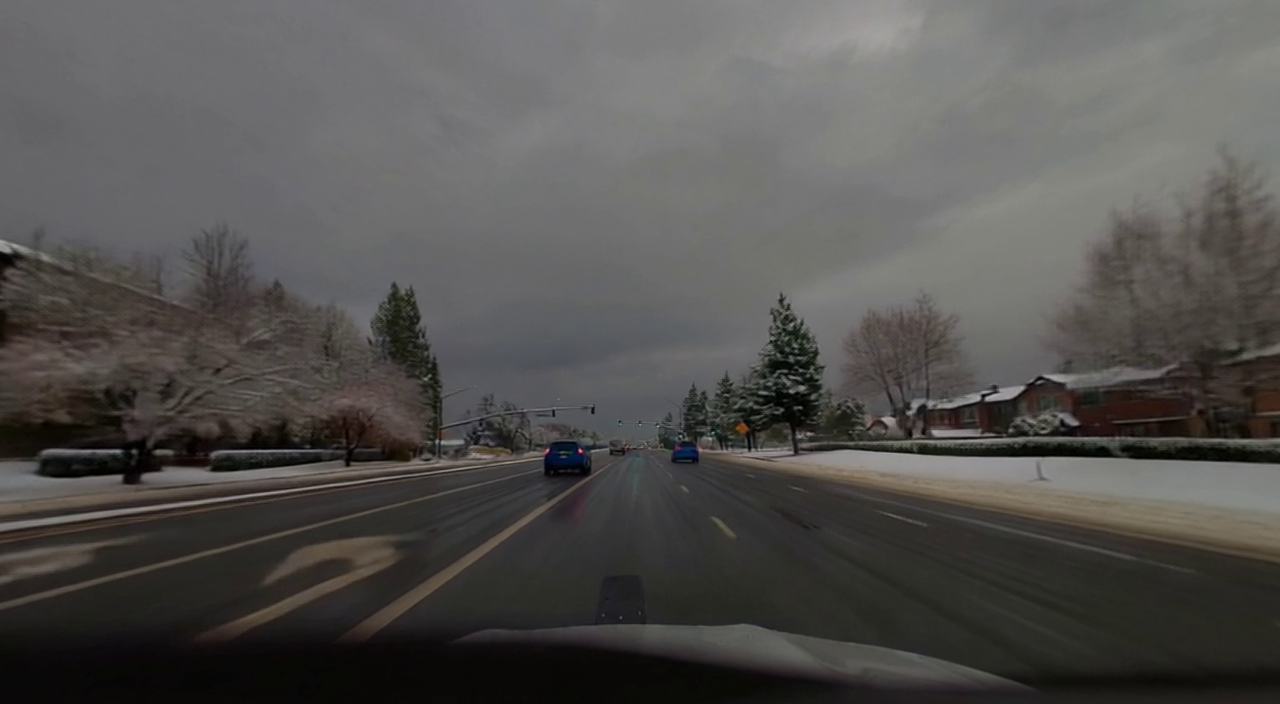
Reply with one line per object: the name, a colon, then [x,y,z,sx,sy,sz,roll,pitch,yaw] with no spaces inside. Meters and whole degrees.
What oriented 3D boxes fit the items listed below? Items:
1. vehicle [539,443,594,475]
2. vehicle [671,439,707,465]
vehicle: [-3.539,5.208,31.029,2.112,1.471,4.212,0,-8,1]
vehicle: [3.313,6.848,43.539,2.072,1.696,4.177,0,-8,-1]
